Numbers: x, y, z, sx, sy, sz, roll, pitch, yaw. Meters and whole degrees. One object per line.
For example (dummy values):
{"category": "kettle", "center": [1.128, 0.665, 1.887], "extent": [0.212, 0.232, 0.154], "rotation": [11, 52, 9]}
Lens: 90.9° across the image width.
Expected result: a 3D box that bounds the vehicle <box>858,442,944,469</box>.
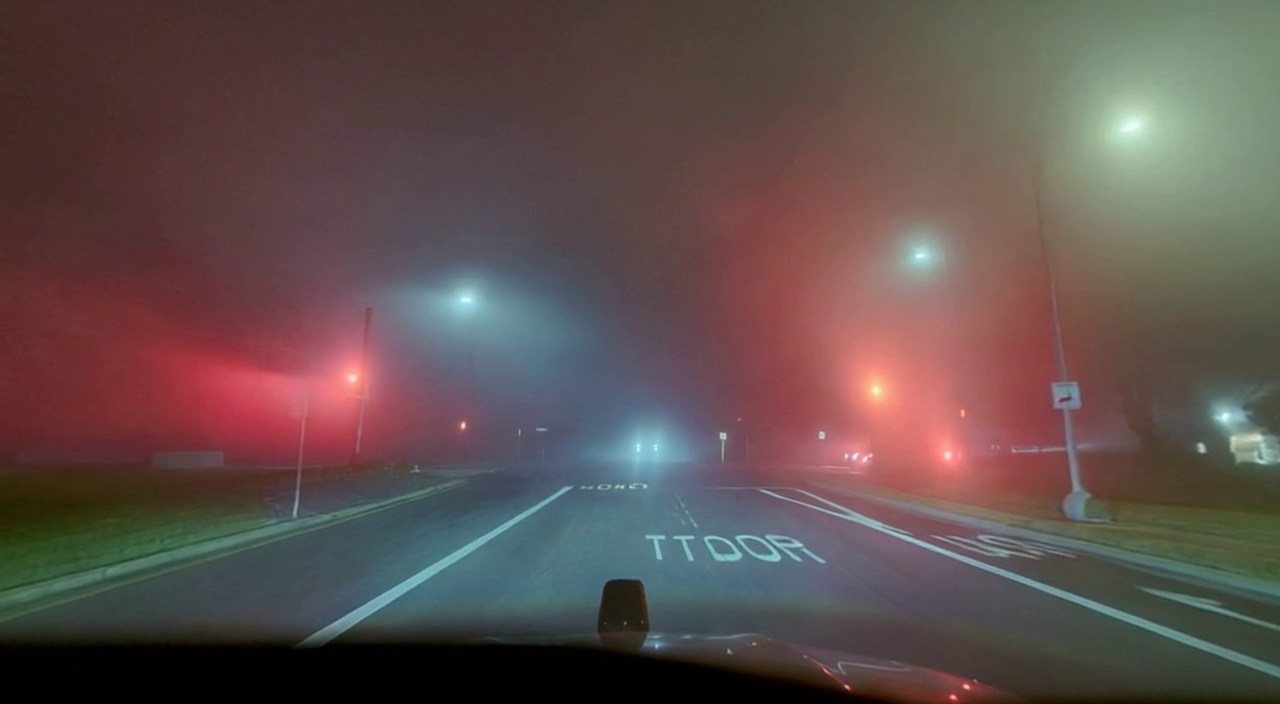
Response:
{"category": "vehicle", "center": [17.141, 6.794, 41.502], "extent": [4.715, 1.671, 2.030], "rotation": [0, -8, 0]}
